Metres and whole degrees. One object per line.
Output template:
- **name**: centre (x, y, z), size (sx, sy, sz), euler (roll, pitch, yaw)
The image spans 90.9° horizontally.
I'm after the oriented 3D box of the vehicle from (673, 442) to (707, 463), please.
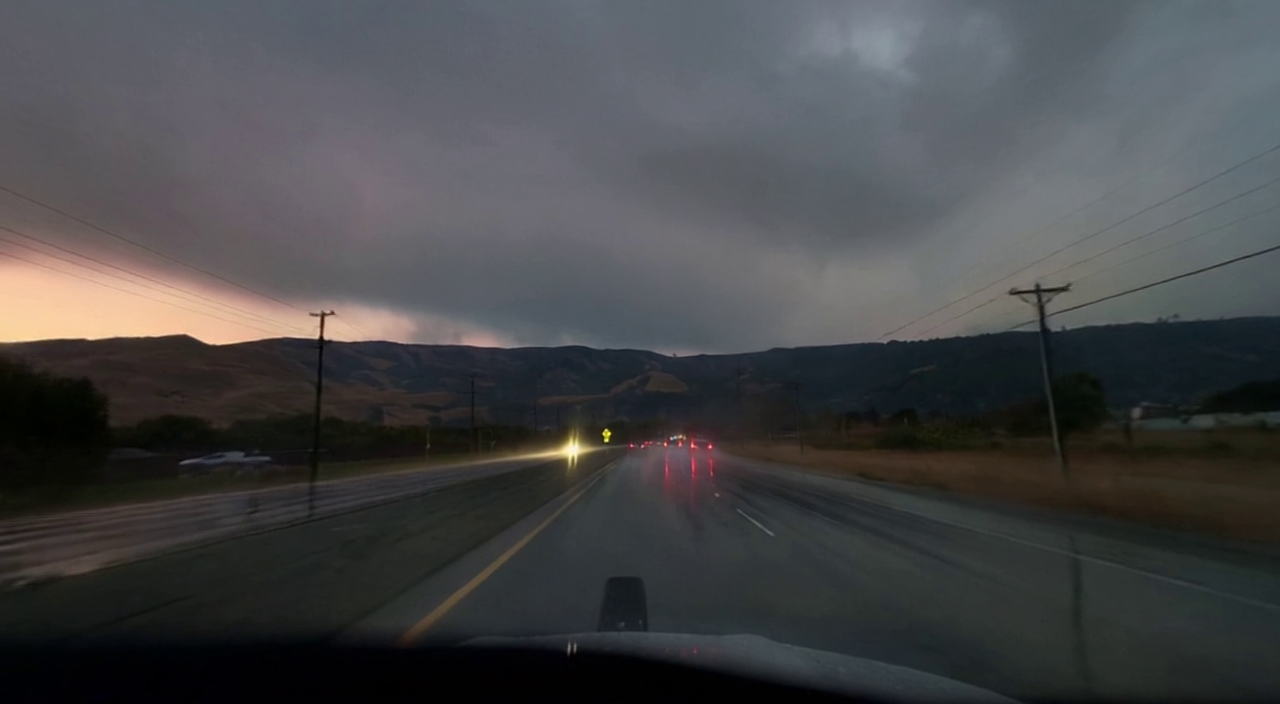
- **vehicle**: centre (3.712, 7.561, 47.644), size (2.148, 1.538, 4.430), euler (0, -8, 0)
